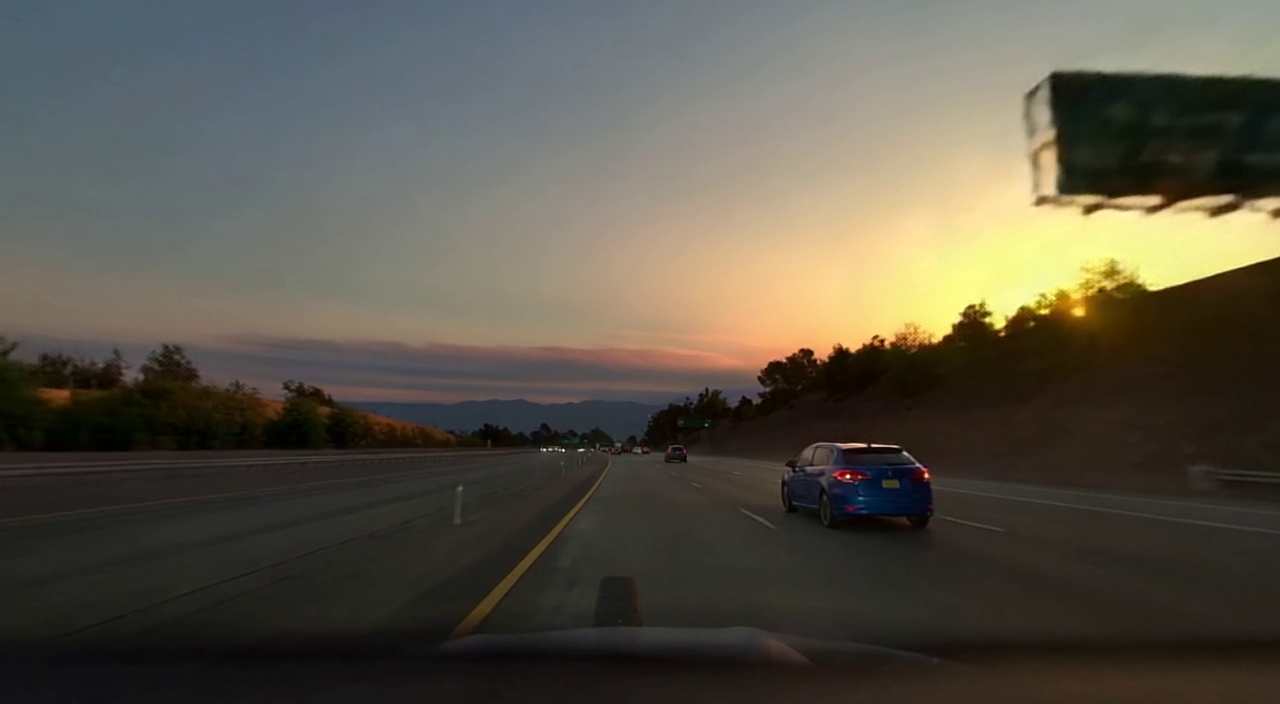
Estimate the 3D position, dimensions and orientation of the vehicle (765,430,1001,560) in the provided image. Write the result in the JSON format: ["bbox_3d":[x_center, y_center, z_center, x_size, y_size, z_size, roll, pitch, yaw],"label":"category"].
[{"bbox_3d":[3.485,2.135,10.067,2.002,1.604,4.265,0,-9,-1],"label":"vehicle"}]
